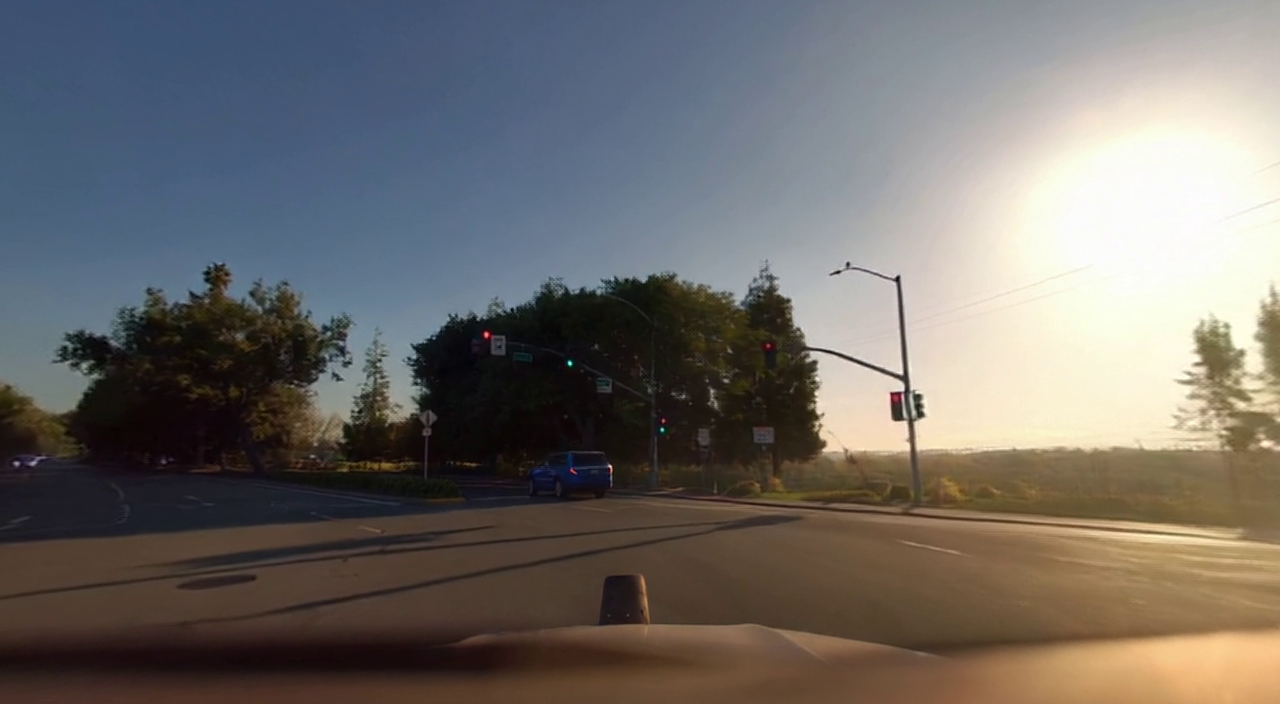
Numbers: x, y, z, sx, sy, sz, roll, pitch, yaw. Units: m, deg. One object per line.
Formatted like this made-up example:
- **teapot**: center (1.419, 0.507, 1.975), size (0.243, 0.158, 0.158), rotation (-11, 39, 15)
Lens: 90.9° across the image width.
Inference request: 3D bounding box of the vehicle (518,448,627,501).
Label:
- **vehicle**: center (-2.747, 4.685, 24.659), size (2.284, 1.788, 4.871), rotation (5, -10, -32)
